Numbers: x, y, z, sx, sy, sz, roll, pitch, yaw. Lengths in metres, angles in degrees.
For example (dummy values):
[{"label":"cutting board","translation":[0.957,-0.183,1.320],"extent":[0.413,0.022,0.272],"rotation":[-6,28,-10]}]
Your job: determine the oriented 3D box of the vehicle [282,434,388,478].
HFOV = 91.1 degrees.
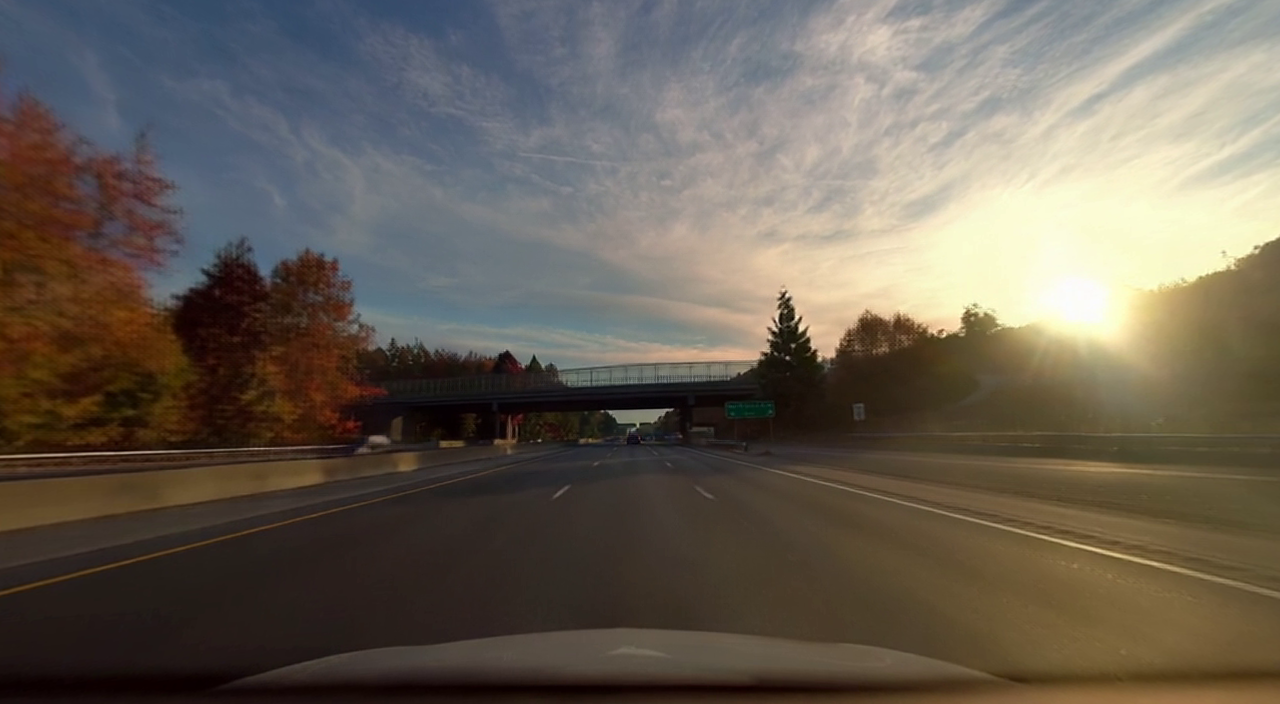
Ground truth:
[{"label":"vehicle","translation":[-11.615,3.961,24.350],"extent":[1.922,1.512,4.369],"rotation":[0,-8,0]}]
